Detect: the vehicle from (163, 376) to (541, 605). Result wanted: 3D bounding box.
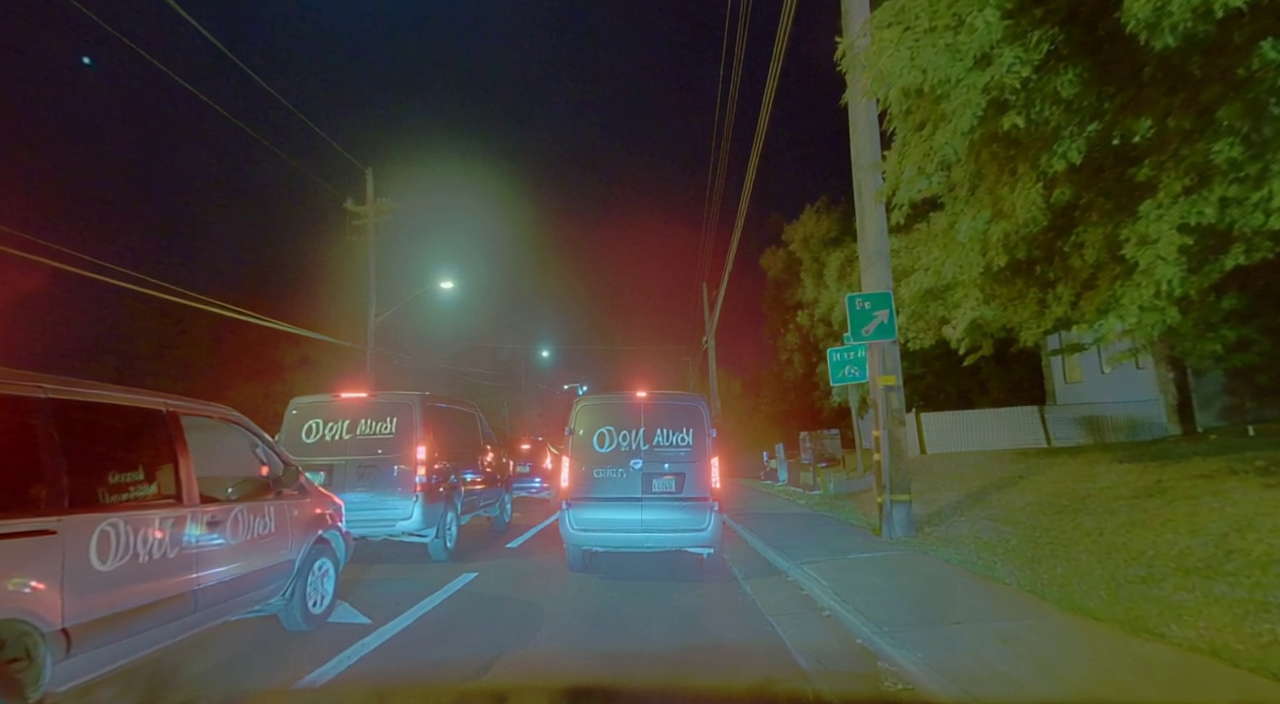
[{"bbox_3d":[-2.761,1.482,7.621,2.109,1.851,4.749,-1,-8,3],"label":"vehicle"}]

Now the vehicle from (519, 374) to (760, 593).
[{"bbox_3d":[0.104,1.458,7.688,2.117,1.911,4.095,-1,-8,3],"label":"vehicle"}]

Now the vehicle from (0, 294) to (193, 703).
[{"bbox_3d":[-3.133,0.470,0.239,2.160,1.796,4.997,0,-8,1],"label":"vehicle"}]
